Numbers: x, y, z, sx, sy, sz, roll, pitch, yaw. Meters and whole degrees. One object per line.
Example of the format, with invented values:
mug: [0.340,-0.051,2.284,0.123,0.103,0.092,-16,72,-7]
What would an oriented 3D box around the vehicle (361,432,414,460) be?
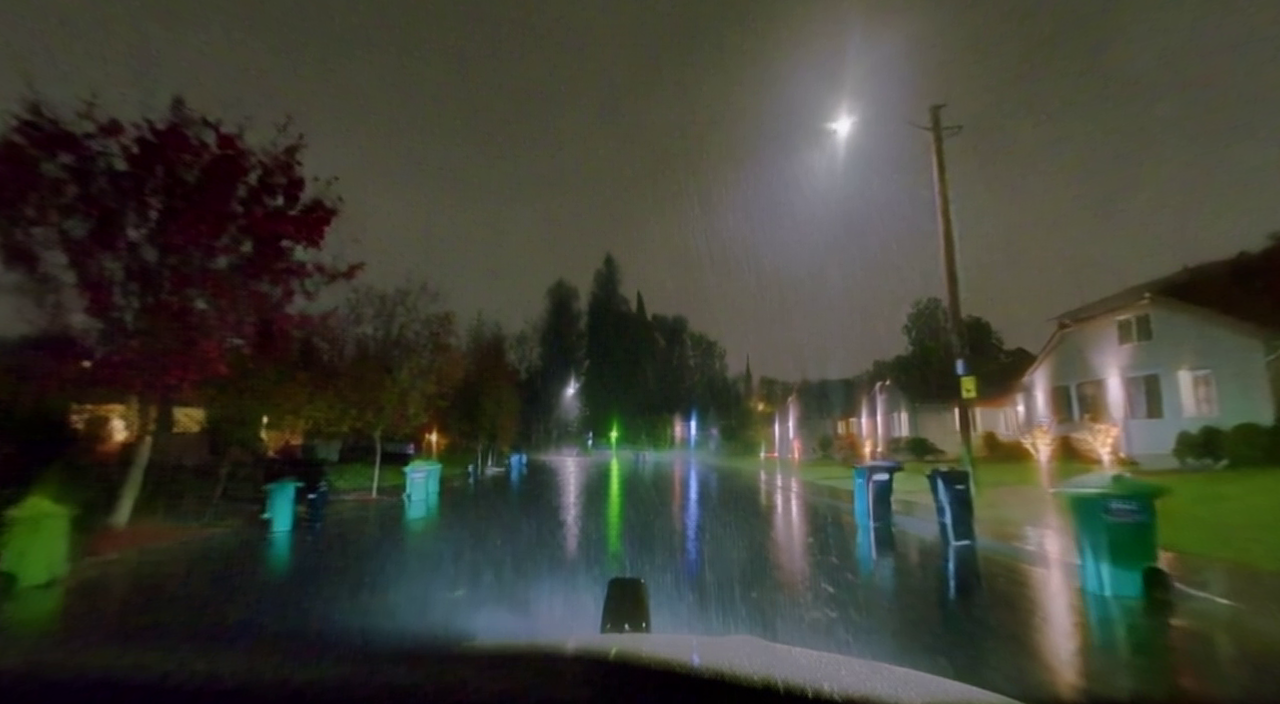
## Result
vehicle: [-18.640,6.986,46.756,2.407,1.912,5.091,1,-8,-8]
